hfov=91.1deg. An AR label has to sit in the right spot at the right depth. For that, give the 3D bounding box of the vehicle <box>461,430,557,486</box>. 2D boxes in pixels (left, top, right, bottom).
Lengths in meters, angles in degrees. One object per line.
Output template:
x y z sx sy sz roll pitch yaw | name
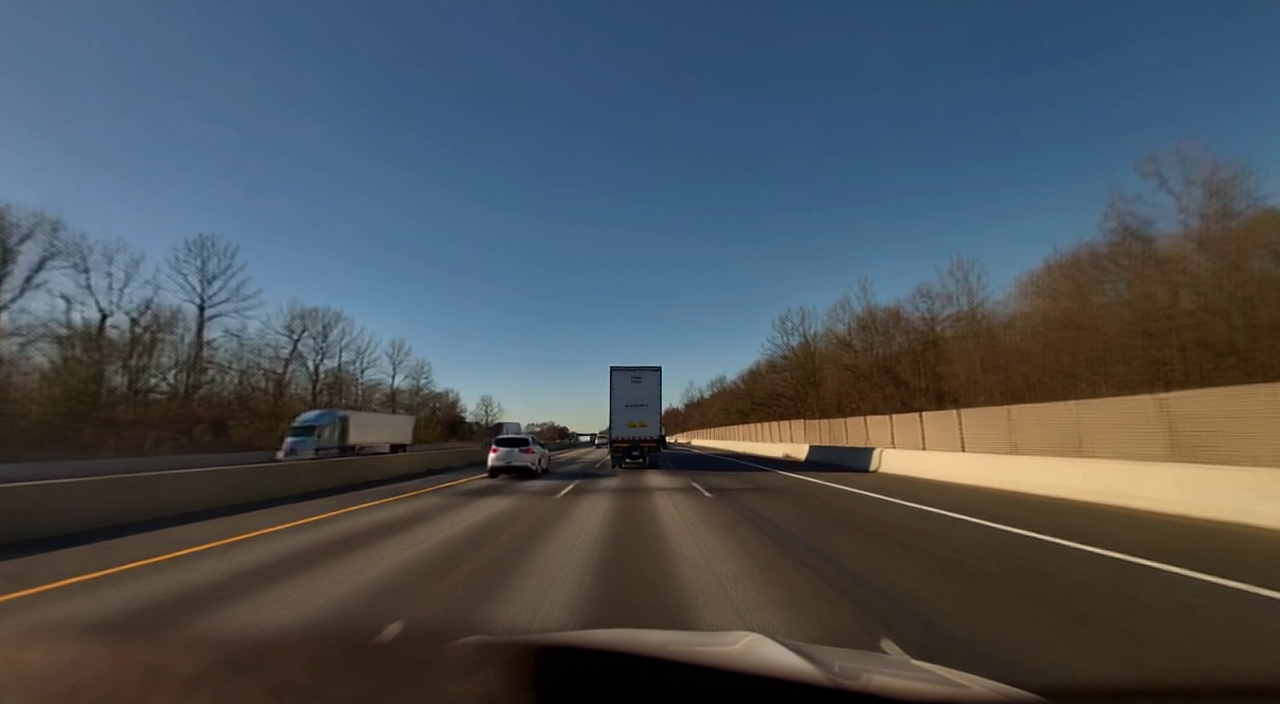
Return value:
-3.888 3.203 19.522 2.005 1.521 4.454 0 -8 0 | vehicle

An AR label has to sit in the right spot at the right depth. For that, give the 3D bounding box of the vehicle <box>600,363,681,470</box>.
-0.055 3.486 31.645 2.965 3.972 16.689 0 -8 0 | vehicle

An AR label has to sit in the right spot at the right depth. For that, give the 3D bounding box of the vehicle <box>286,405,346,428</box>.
-25.412 5.137 49.466 2.062 1.683 4.981 0 -8 0 | vehicle
